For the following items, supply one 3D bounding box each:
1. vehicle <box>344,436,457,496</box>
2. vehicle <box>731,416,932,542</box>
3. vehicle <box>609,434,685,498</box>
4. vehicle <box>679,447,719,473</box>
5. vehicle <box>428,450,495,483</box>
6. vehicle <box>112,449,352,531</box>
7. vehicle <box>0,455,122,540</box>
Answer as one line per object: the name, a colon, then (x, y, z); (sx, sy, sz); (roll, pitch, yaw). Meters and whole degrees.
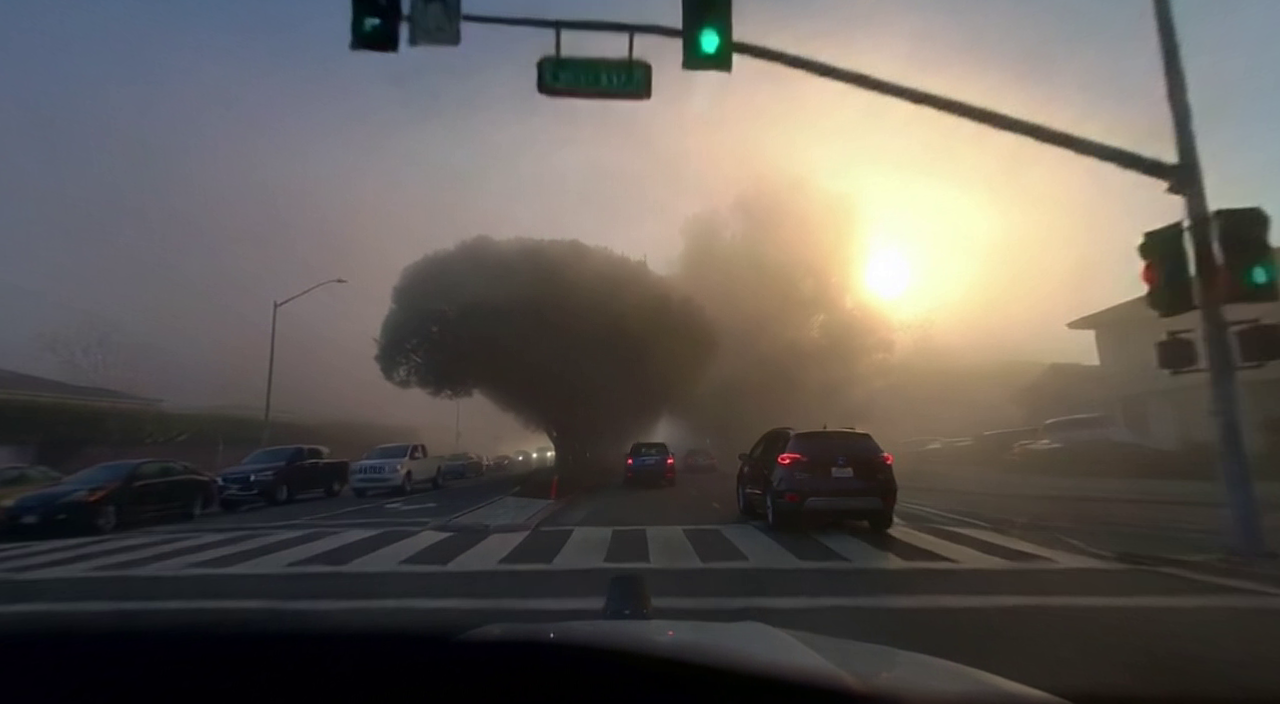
vehicle: (-8.652, 4.141, 23.351); (2.182, 1.939, 4.889); (0, -8, 1)
vehicle: (3.109, 2.166, 11.398); (2.166, 1.799, 4.372); (0, -8, -1)
vehicle: (0.200, 3.644, 20.577); (2.185, 1.822, 4.391); (0, -8, 0)
vehicle: (3.695, 6.843, 40.248); (2.096, 1.489, 4.757); (0, -8, 0)
vehicle: (-8.651, 5.565, 30.960); (1.923, 1.433, 4.450); (0, -8, 1)
vehicle: (-8.458, 2.861, 13.774); (2.083, 1.420, 4.702); (0, -8, 0)
vehicle: (-12.419, 2.675, 11.578); (1.959, 1.450, 4.487); (0, -8, 0)
